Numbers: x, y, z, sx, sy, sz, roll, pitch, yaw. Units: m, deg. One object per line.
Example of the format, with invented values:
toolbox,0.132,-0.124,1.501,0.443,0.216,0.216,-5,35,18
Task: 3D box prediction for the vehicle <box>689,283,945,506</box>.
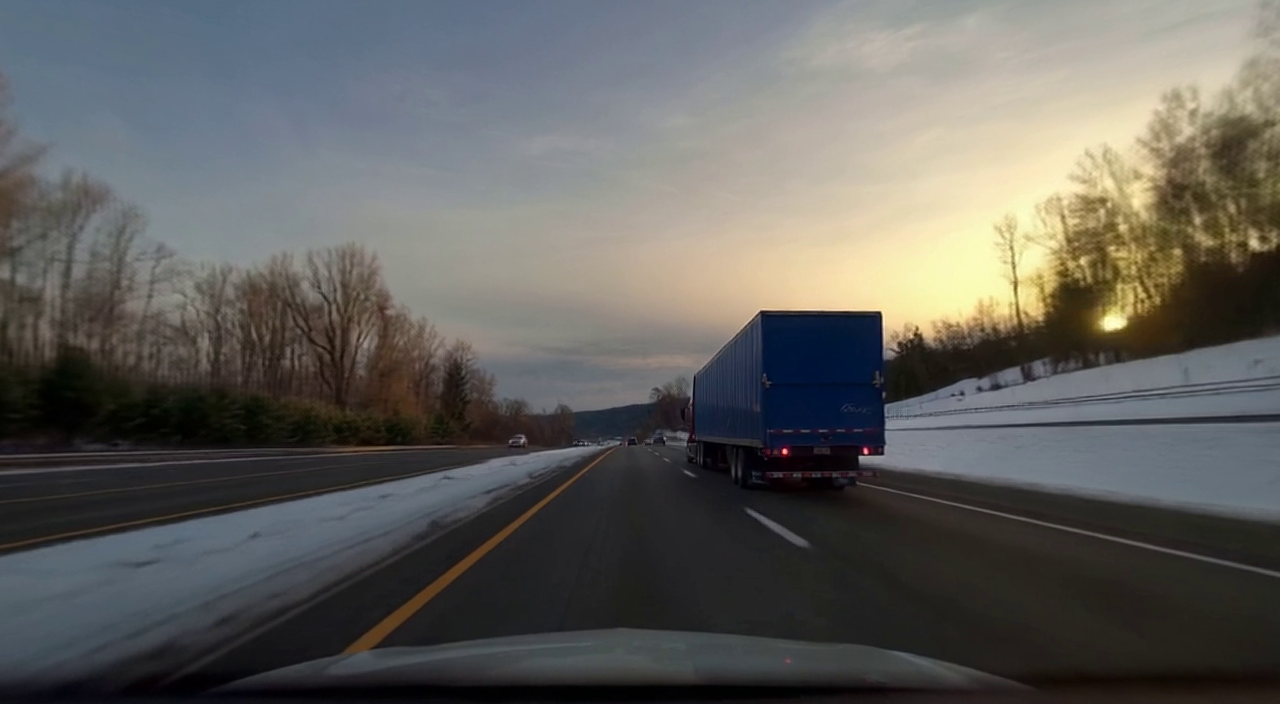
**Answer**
vehicle,4.023,1.917,20.563,3.203,4.273,17.131,0,-8,-1
